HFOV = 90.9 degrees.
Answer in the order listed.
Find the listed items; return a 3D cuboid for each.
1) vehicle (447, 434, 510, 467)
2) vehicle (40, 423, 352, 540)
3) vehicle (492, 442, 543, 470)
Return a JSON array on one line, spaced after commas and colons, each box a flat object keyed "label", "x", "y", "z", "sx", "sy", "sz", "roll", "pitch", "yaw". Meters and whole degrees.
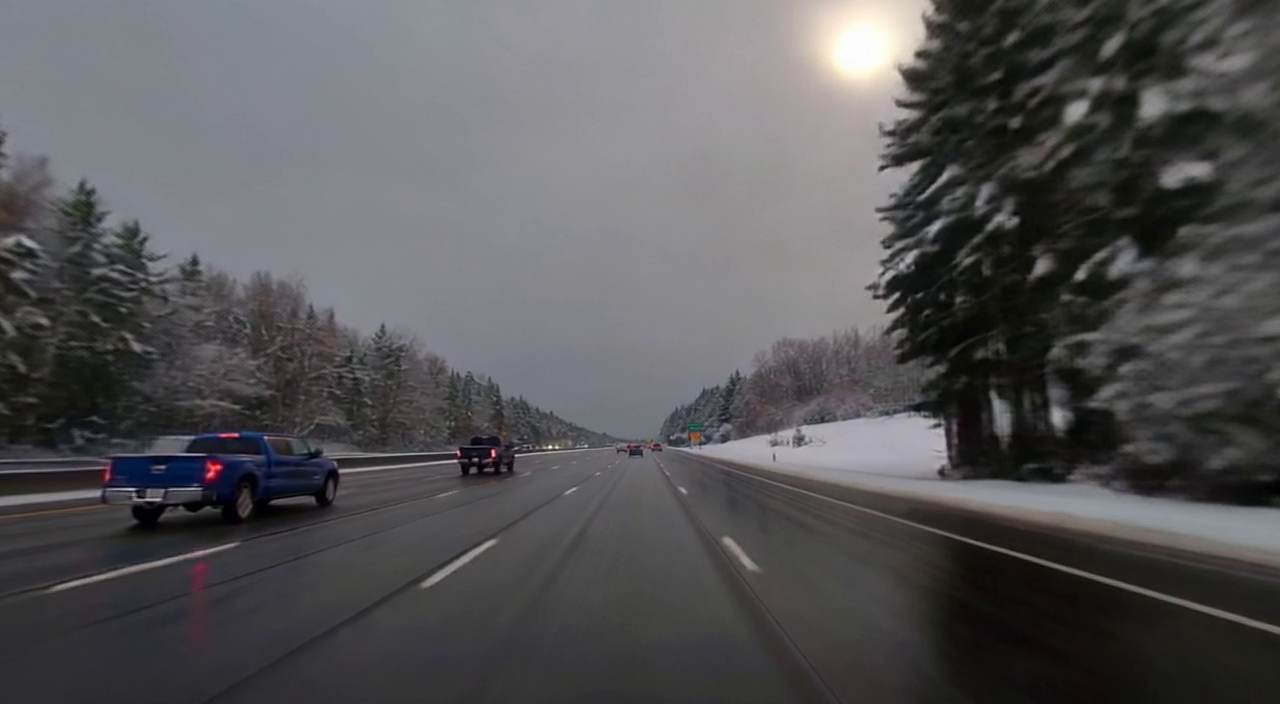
[{"label": "vehicle", "x": -10.318, "y": 6.339, "z": 40.732, "sx": 2.347, "sy": 1.984, "sz": 5.778, "roll": 0, "pitch": -8, "yaw": 2}, {"label": "vehicle", "x": -7.147, "y": 2.113, "z": 10.994, "sx": 1.965, "sy": 1.567, "sz": 4.686, "roll": 0, "pitch": -8, "yaw": 1}, {"label": "vehicle", "x": -6.792, "y": 5.810, "z": 35.444, "sx": 1.919, "sy": 1.499, "sz": 4.234, "roll": 0, "pitch": -8, "yaw": 1}]
